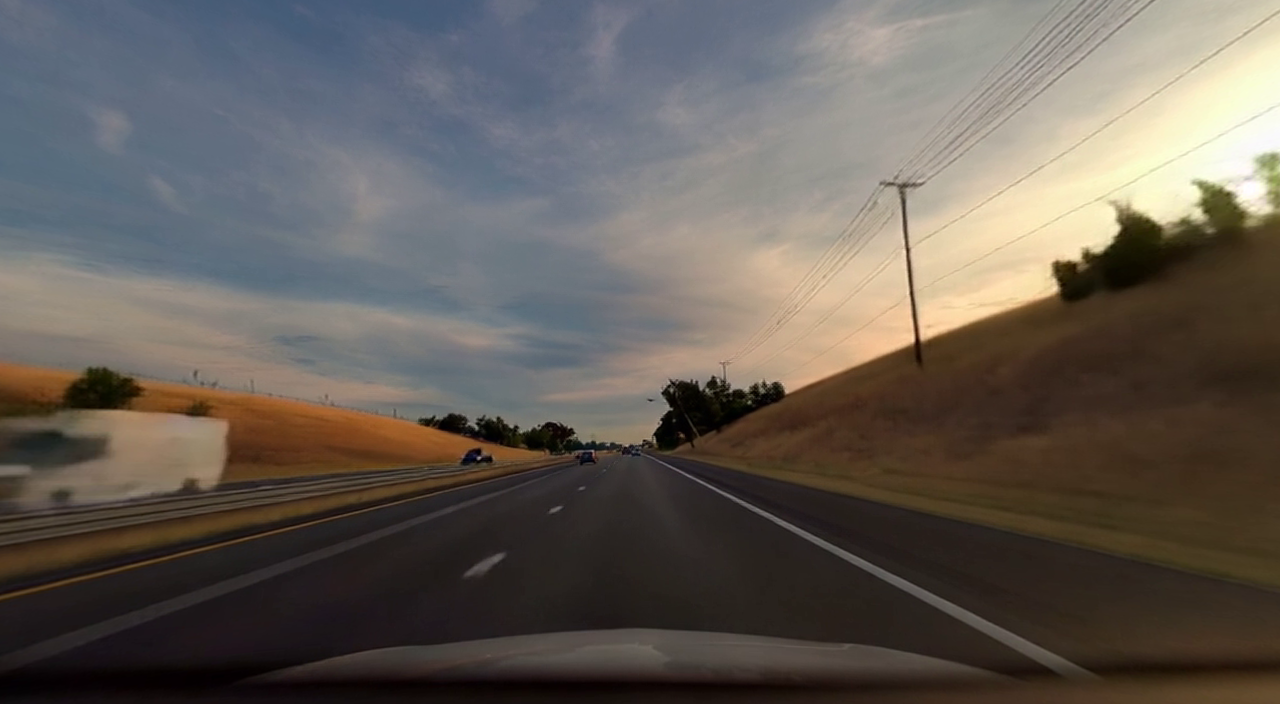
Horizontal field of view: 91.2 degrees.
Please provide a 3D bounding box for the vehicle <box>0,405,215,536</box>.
[{"bbox_3d":[-12.740,2.597,14.277,2.329,2.393,5.349,0,-9,-1],"label":"vehicle"}]

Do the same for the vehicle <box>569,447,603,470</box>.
[{"bbox_3d":[-3.881,7.741,45.642,2.123,1.545,4.404,0,-9,0],"label":"vehicle"}]
